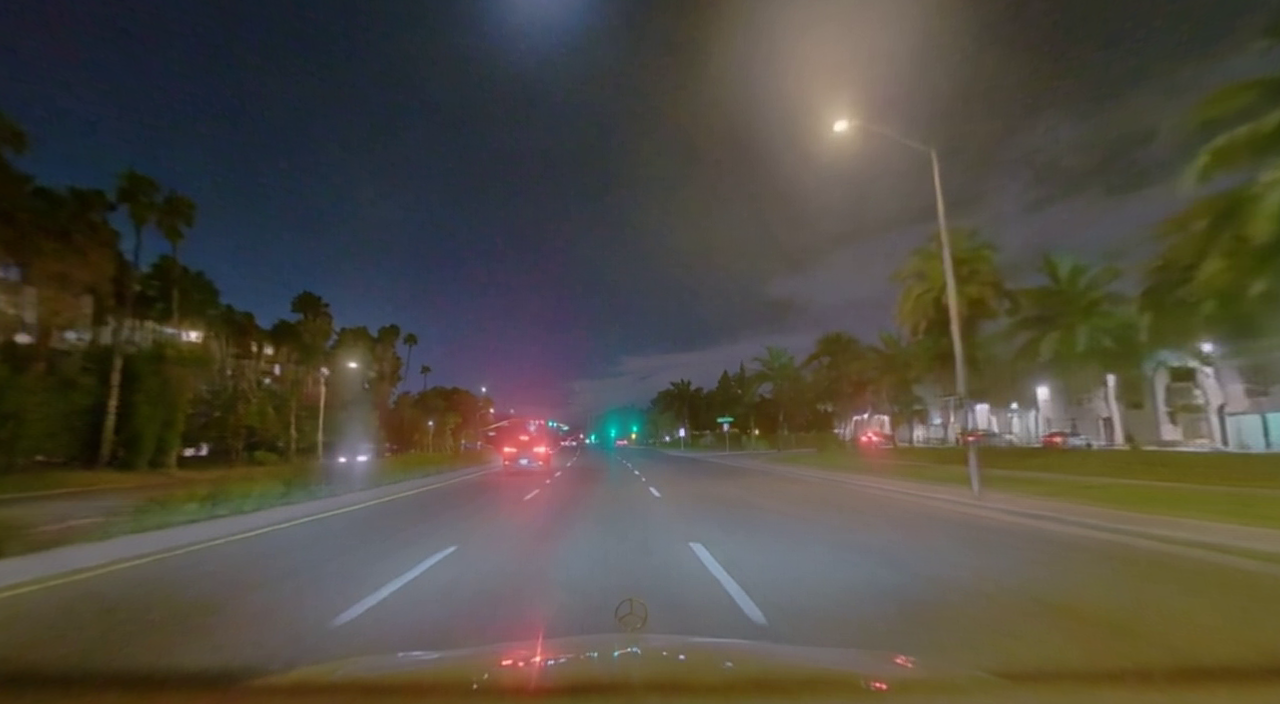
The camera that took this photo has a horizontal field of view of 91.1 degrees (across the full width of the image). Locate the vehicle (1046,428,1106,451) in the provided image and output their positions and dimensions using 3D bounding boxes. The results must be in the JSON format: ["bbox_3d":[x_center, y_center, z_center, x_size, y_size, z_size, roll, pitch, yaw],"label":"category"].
[{"bbox_3d":[29.977,6.015,43.137,4.384,1.501,2.020,7,-11,-37],"label":"vehicle"}]

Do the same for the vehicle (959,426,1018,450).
[{"bbox_3d":[26.418,6.531,47.521,4.520,1.746,2.295,7,-11,-40],"label":"vehicle"}]

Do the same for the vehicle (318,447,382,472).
[{"bbox_3d":[-18.064,6.705,39.342,2.030,1.459,4.695,1,-9,-4],"label":"vehicle"}]

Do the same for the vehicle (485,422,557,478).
[{"bbox_3d":[-5.111,4.342,27.921,2.507,2.161,6.049,1,-9,-5],"label":"vehicle"}]
